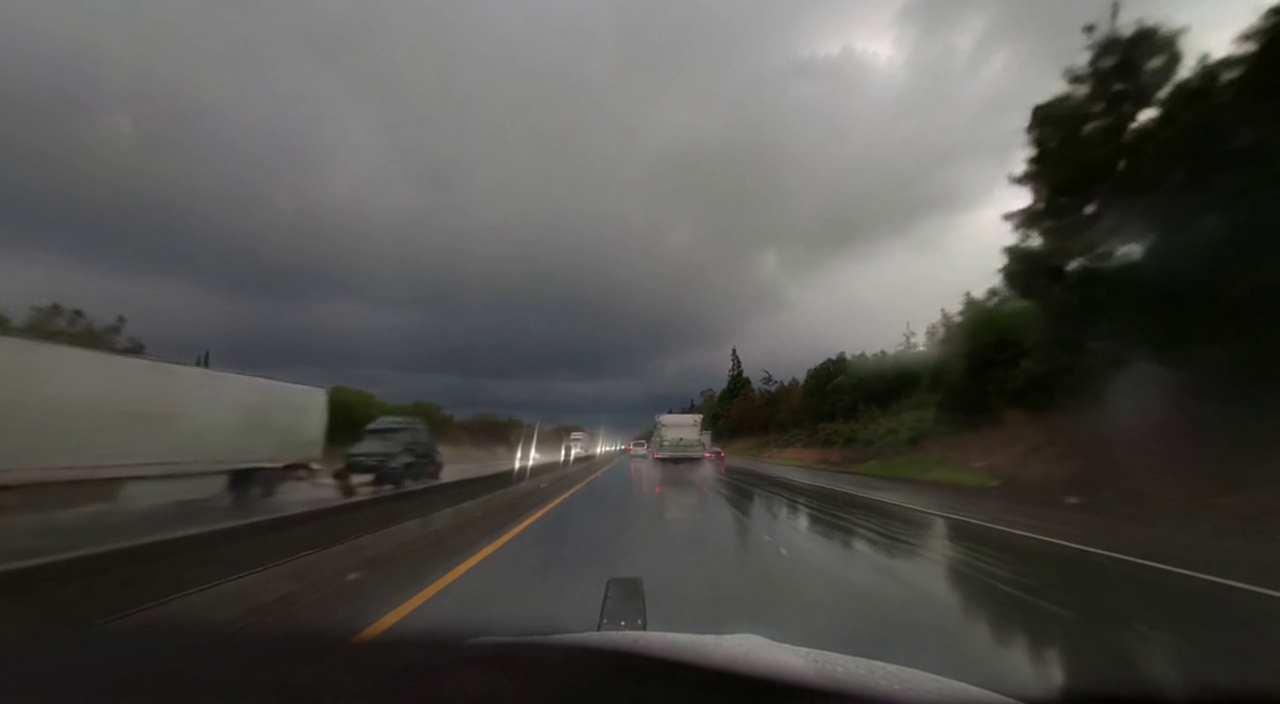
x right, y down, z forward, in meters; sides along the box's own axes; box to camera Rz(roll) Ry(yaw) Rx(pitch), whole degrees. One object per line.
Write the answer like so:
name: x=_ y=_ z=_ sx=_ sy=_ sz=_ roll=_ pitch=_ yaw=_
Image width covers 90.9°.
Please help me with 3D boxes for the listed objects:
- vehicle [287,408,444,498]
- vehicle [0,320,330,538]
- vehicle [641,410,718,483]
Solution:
vehicle: x=-9.144 y=3.481 z=22.010 sx=2.357 sy=2.623 sz=6.876 roll=0 pitch=-9 yaw=0
vehicle: x=-13.504 y=2.289 z=17.365 sx=2.871 sy=4.062 sz=13.910 roll=0 pitch=-9 yaw=0
vehicle: x=1.369 y=3.652 z=24.377 sx=2.423 sy=2.517 sz=5.055 roll=0 pitch=-9 yaw=-3
